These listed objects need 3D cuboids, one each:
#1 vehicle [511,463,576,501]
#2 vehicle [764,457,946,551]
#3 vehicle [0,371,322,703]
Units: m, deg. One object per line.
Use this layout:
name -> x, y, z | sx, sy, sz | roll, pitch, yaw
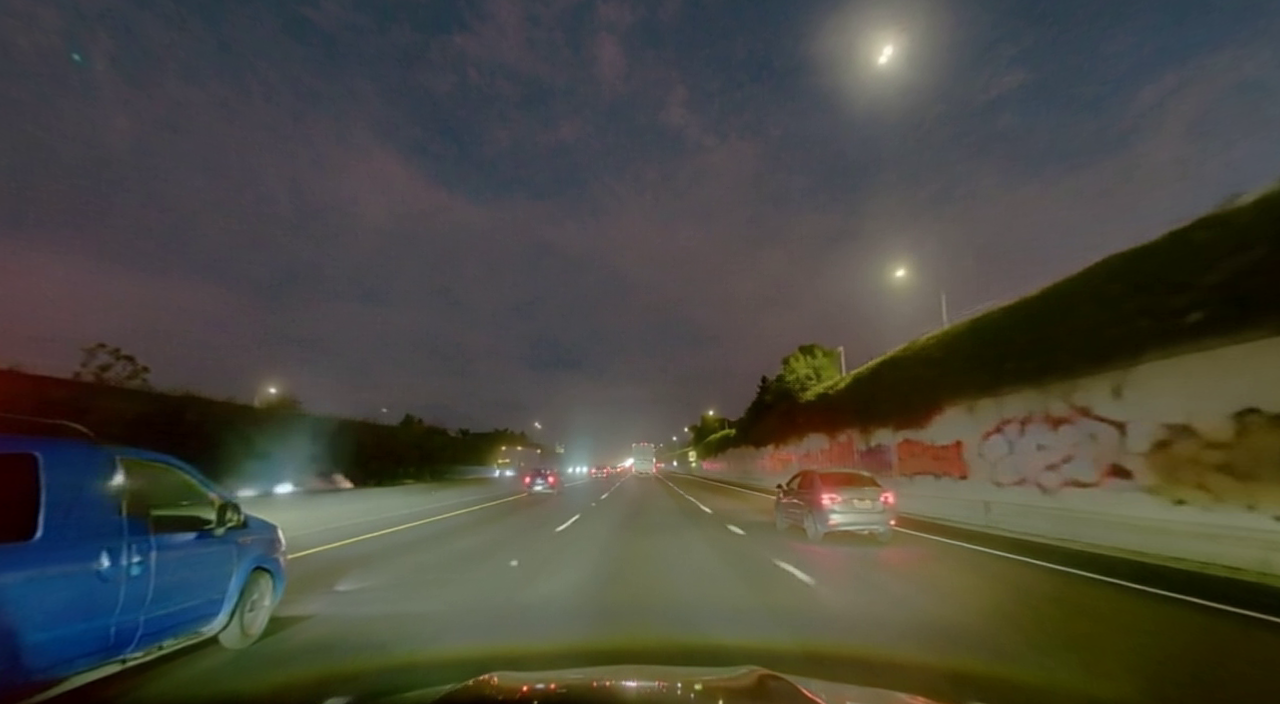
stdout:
vehicle -> -4.005, 5.484, 26.863 | 2.054, 1.443, 4.131 | 0, -10, 0
vehicle -> 3.834, 2.809, 12.151 | 1.917, 1.458, 4.199 | 1, -10, -2
vehicle -> -3.414, 0.889, 2.410 | 2.004, 1.610, 4.508 | 1, -10, 0
